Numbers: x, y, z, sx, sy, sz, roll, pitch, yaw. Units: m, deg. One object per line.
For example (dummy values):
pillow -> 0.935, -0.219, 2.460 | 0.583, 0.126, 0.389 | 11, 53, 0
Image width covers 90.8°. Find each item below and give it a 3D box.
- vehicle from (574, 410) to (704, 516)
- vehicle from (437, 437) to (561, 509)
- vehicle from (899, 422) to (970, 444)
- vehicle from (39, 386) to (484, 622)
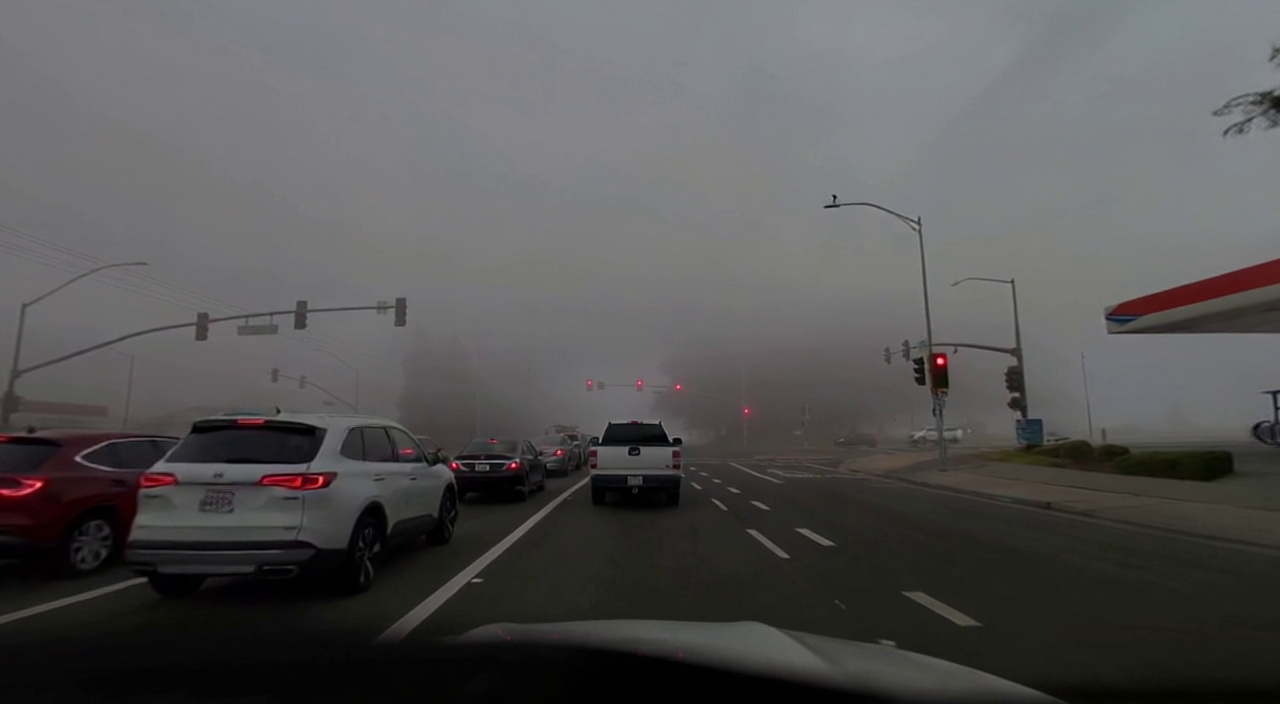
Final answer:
vehicle -> -0.042, 2.282, 13.428 | 2.224, 1.819, 5.005 | 0, -9, 0
vehicle -> -3.068, 2.724, 14.694 | 1.881, 1.424, 4.098 | 0, -9, 1
vehicle -> 23.203, 6.410, 49.903 | 4.548, 1.730, 2.013 | 0, -8, -1
vehicle -> -3.304, 1.429, 6.823 | 2.096, 1.718, 4.266 | 0, -9, 1
